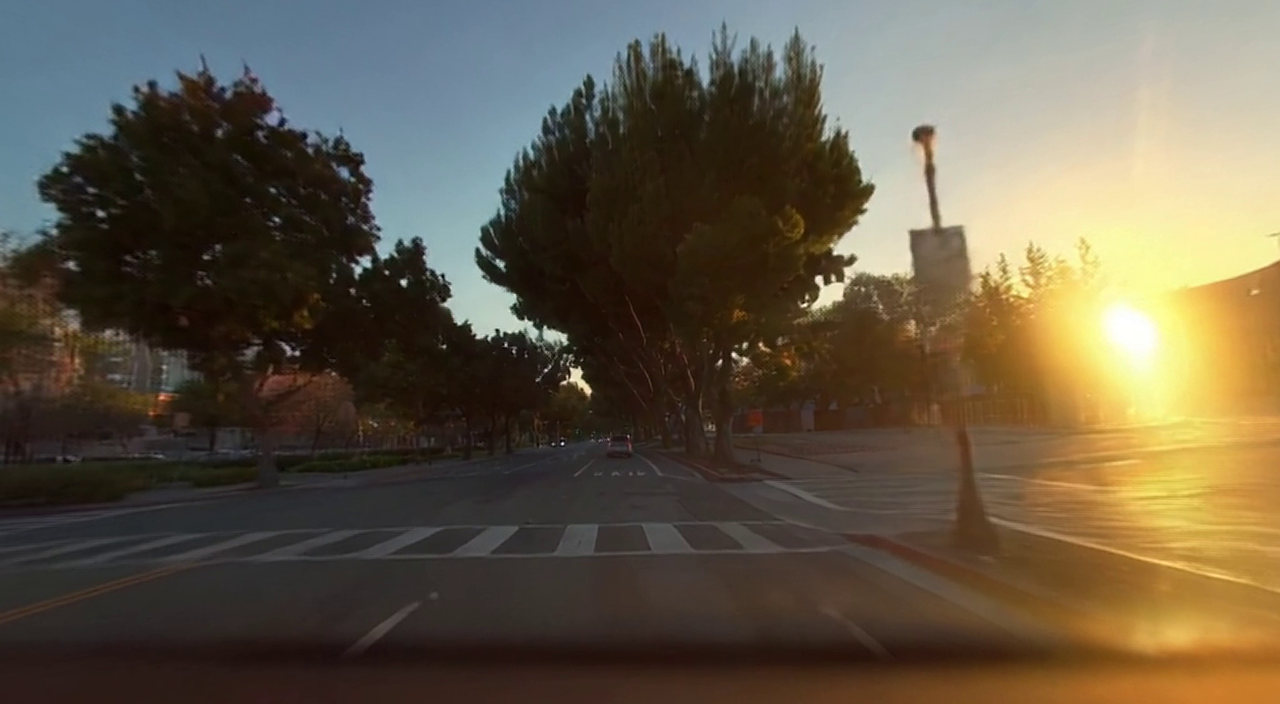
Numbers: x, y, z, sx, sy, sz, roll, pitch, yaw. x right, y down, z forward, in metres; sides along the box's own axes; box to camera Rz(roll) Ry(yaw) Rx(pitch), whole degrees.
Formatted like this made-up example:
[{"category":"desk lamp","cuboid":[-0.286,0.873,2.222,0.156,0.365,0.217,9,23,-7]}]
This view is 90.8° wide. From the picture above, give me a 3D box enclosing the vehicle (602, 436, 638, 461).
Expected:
[{"category":"vehicle","cuboid":[-1.228,5.909,39.001,2.131,1.474,4.146,0,-8,-2]}]
